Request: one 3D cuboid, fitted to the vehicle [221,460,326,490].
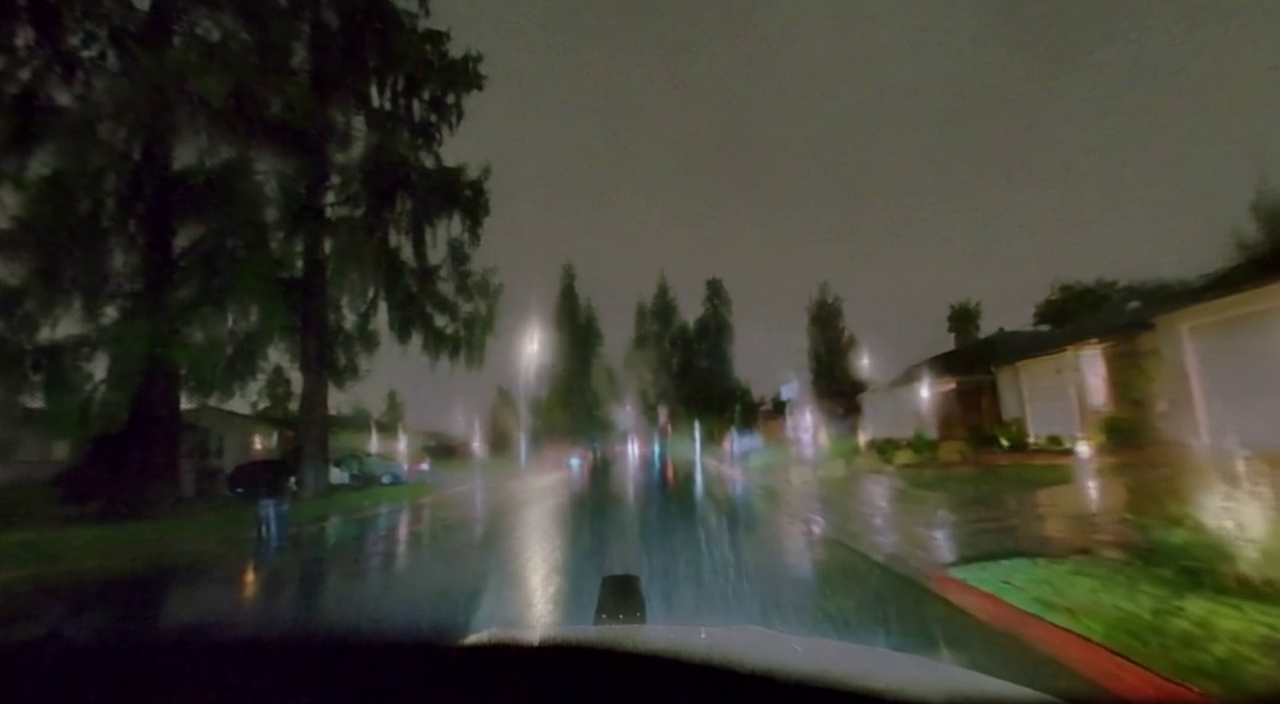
[{"bbox_3d":[-19.604,6.582,33.928,4.531,1.470,1.855,-2,-9,4],"label":"vehicle"}]

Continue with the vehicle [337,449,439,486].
[{"bbox_3d":[-13.234,6.058,33.333,4.559,1.745,1.918,-1,-9,0],"label":"vehicle"}]
